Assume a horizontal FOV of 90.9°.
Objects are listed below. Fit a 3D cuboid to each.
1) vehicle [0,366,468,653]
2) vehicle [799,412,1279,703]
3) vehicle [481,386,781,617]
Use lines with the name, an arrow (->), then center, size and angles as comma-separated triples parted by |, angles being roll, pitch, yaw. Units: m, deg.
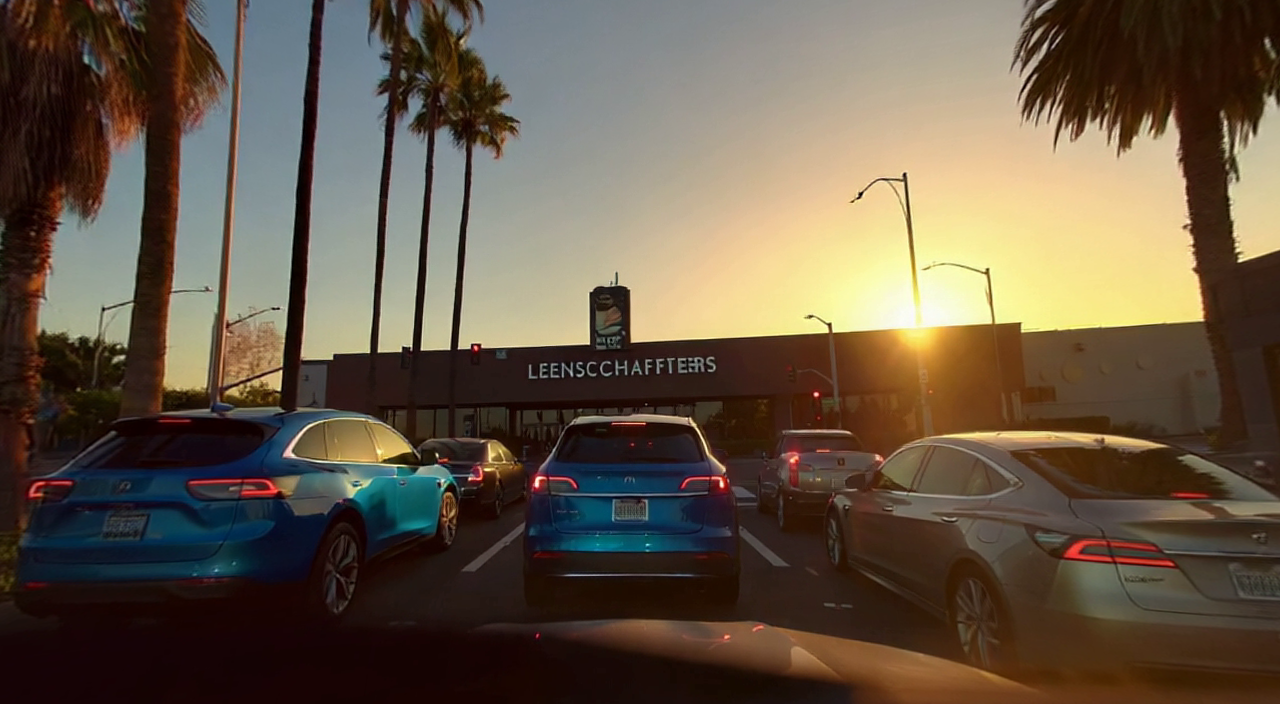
vehicle -> -3.344, 1.283, 6.134 | 2.014, 1.755, 4.360 | 0, -8, 1
vehicle -> 2.967, 1.370, 5.263 | 2.017, 1.491, 4.611 | 0, -8, -1
vehicle -> -0.127, 1.459, 7.071 | 2.280, 1.747, 4.361 | 0, -8, -2
